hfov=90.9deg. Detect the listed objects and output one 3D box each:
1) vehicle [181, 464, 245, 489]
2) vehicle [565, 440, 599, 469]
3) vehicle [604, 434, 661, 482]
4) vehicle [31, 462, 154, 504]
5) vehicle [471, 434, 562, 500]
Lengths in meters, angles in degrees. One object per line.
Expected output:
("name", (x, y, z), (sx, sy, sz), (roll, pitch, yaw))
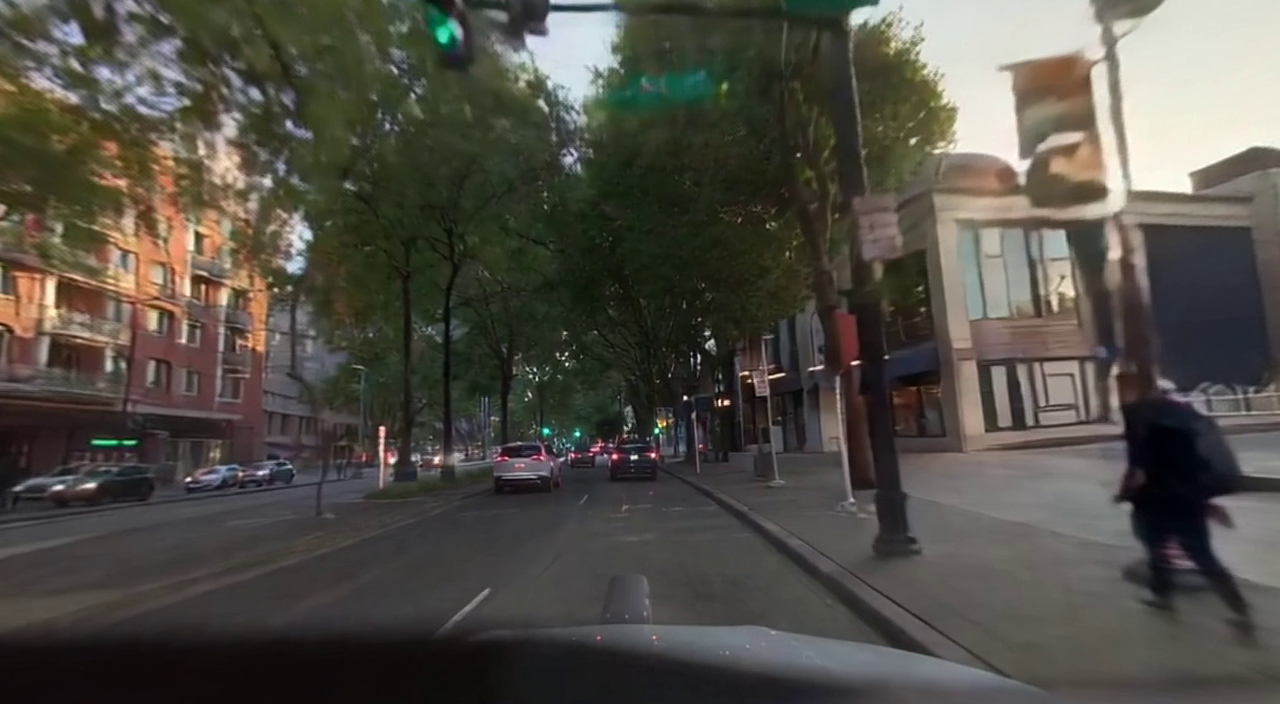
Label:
("vehicle", (-32.212, 9.389, 47.675), (1.913, 1.579, 4.379), (0, -8, -3))
("vehicle", (-3.988, 7.133, 44.155), (2.220, 1.847, 4.587), (0, -8, -3))
("vehicle", (-0.338, 4.209, 25.317), (2.120, 1.758, 3.917), (0, -8, -2))
("vehicle", (-27.853, 6.641, 32.362), (1.998, 1.797, 5.035), (0, -8, -4))
("vehicle", (-3.495, 3.317, 18.627), (1.940, 1.722, 3.823), (0, -8, -1))
